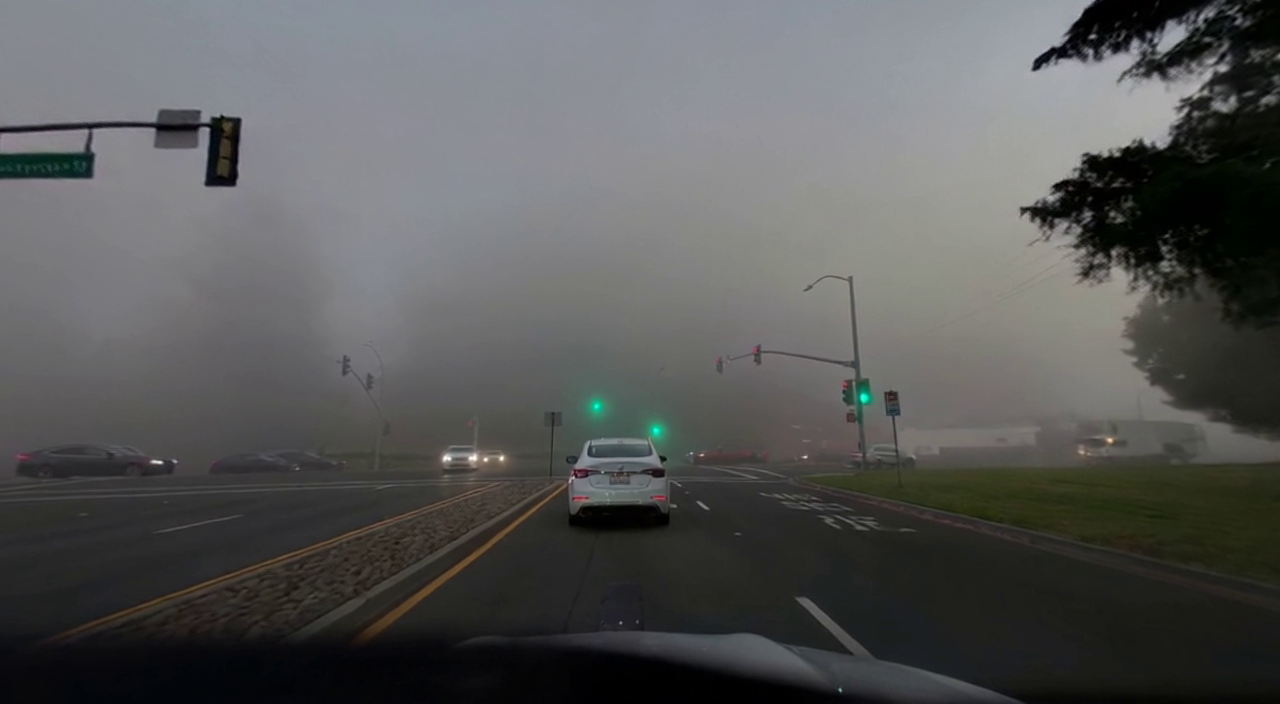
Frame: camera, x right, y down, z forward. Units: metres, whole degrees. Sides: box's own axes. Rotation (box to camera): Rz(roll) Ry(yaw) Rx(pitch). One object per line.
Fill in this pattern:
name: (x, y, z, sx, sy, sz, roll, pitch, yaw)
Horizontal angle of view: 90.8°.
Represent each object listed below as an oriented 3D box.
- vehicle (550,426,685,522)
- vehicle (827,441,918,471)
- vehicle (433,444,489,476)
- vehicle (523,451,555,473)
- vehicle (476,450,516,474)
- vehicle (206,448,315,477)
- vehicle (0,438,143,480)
vehicle: (-0.371, 2.221, 12.086, 2.112, 1.479, 4.264, 0, -8, -1)
vehicle: (12.452, 5.522, 33.776, 4.601, 1.485, 1.929, 4, -9, -27)
vehicle: (-9.044, 5.473, 32.331, 2.073, 1.459, 4.495, 1, -8, -7)
vehicle: (-7.402, 8.088, 46.732, 2.077, 1.449, 4.838, 1, -8, -6)
vehicle: (-10.259, 7.895, 45.420, 2.078, 1.534, 4.646, 1, -8, -4)
vehicle: (-20.044, 5.862, 33.609, 4.548, 1.449, 1.802, 2, -8, -13)
vehicle: (-25.747, 4.770, 28.351, 4.877, 1.754, 1.978, 2, -8, -13)
